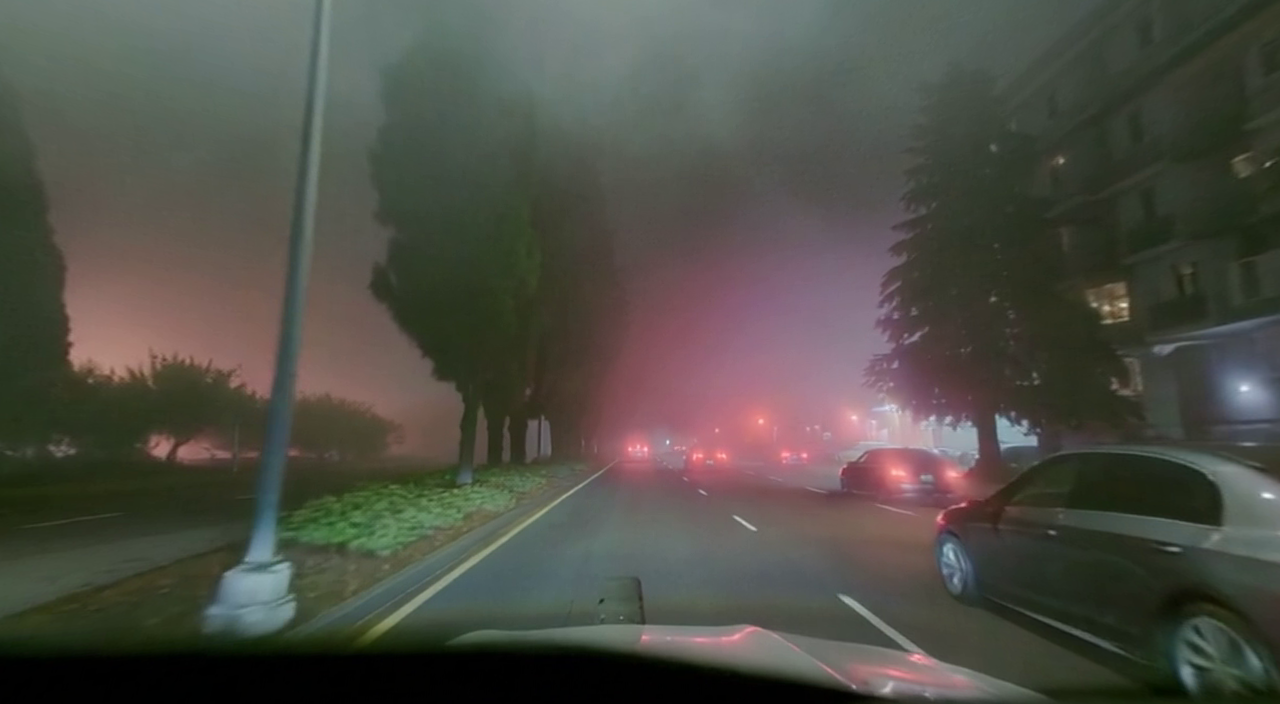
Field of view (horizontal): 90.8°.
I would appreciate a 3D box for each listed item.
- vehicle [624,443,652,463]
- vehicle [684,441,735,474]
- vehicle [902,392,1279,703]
[{"bbox_3d":[-0.198,7.786,48.909,2.095,1.456,3.873,0,-9,-1],"label":"vehicle"},{"bbox_3d":[3.433,5.328,32.108,1.953,1.514,4.672,0,-9,-2],"label":"vehicle"},{"bbox_3d":[3.386,1.091,3.567,2.034,1.496,4.040,0,-9,-1],"label":"vehicle"}]
